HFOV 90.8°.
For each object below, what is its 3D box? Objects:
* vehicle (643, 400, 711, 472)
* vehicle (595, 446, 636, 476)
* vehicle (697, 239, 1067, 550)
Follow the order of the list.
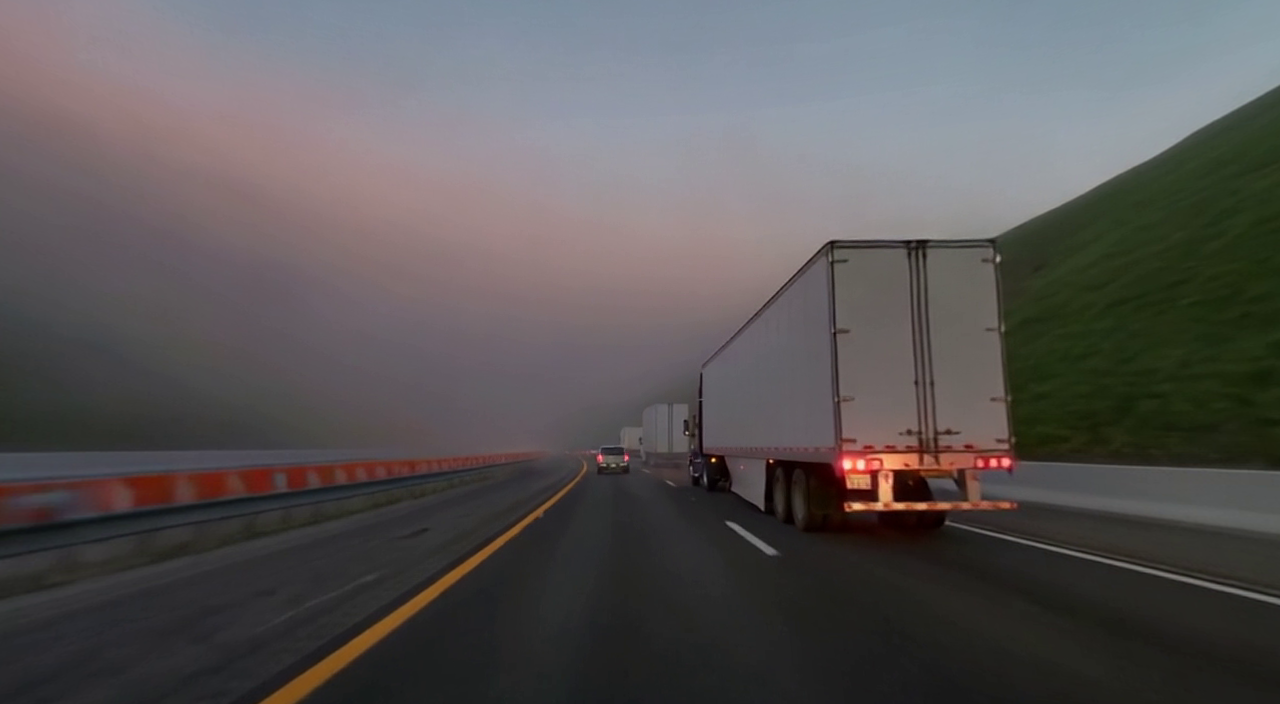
[{"bbox_3d":[2.110,5.872,42.885,2.826,4.050,13.845,1,-9,-4],"label":"vehicle"},{"bbox_3d":[-1.287,5.610,32.544,2.029,1.437,3.794,0,-9,-3],"label":"vehicle"},{"bbox_3d":[3.780,1.617,15.571,2.911,4.099,14.578,0,-9,-2],"label":"vehicle"}]
